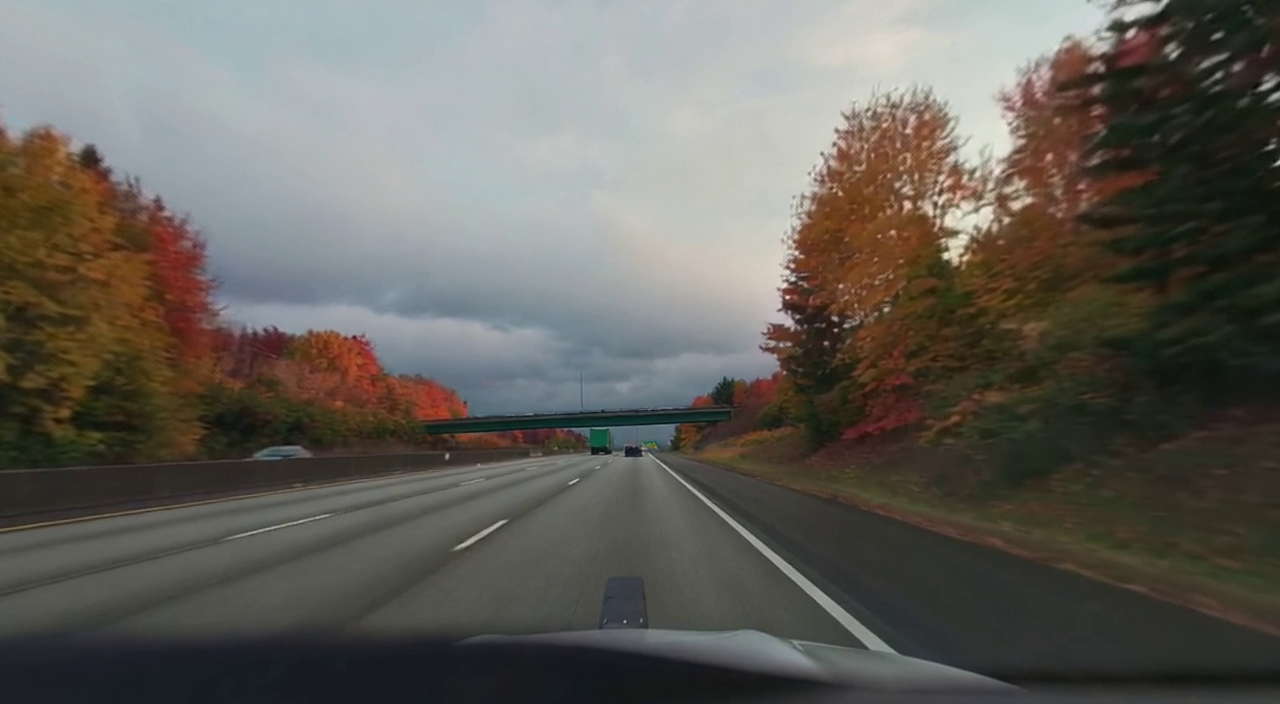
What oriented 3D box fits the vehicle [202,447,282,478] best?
[{"bbox_3d":[-22.049,6.117,34.983,1.887,1.499,4.235,1,-8,-3],"label":"vehicle"}]
